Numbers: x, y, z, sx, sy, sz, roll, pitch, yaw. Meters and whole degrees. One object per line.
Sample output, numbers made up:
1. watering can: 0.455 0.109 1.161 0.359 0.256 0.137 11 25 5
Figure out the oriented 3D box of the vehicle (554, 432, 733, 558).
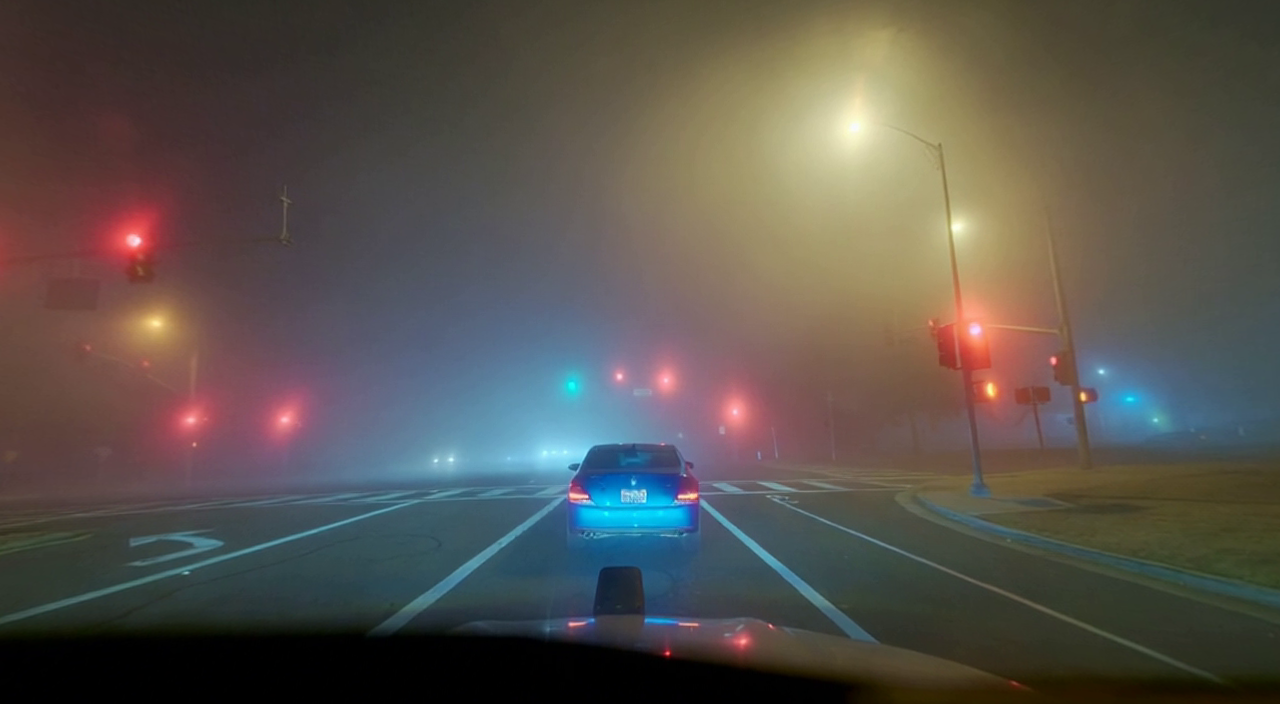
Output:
1. vehicle: 0.009 1.996 9.531 2.107 1.470 3.974 0 -9 -1
